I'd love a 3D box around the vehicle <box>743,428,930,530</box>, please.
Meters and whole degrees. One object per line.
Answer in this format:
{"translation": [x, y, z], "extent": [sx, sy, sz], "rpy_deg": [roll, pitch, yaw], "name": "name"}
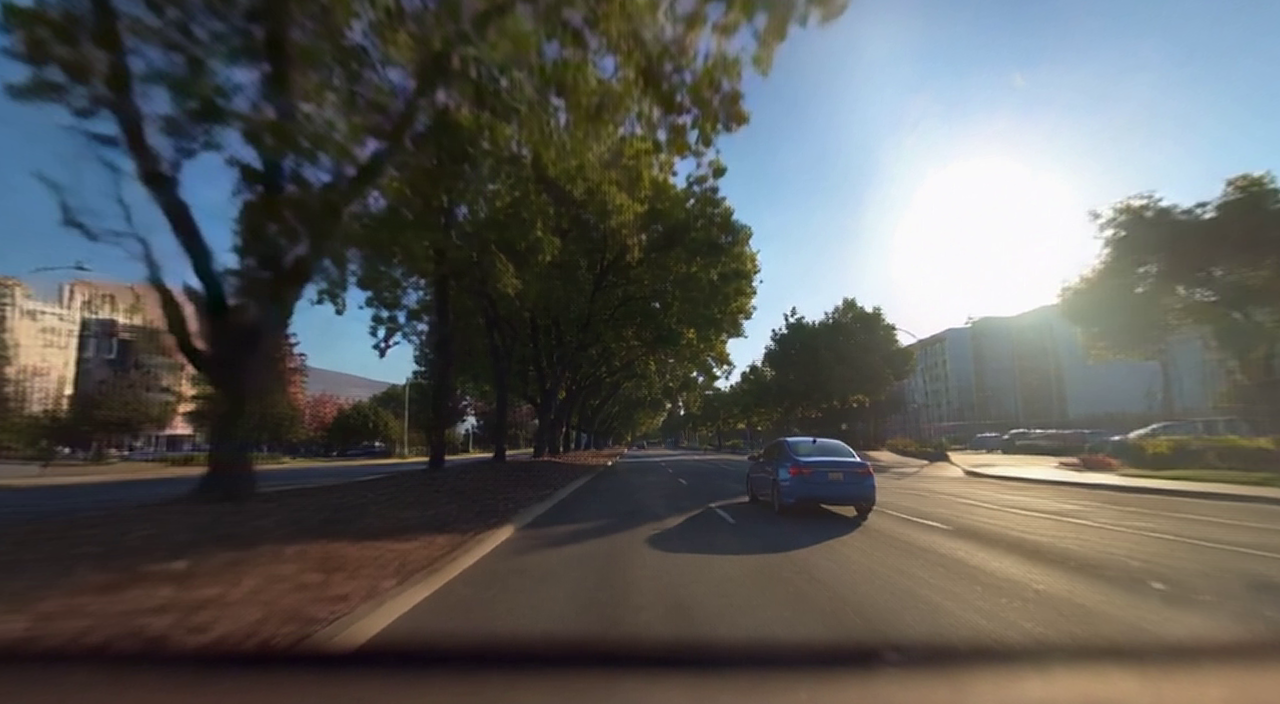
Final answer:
{"translation": [3.233, 2.171, 11.435], "extent": [1.950, 1.473, 4.259], "rpy_deg": [0, -8, -1], "name": "vehicle"}
